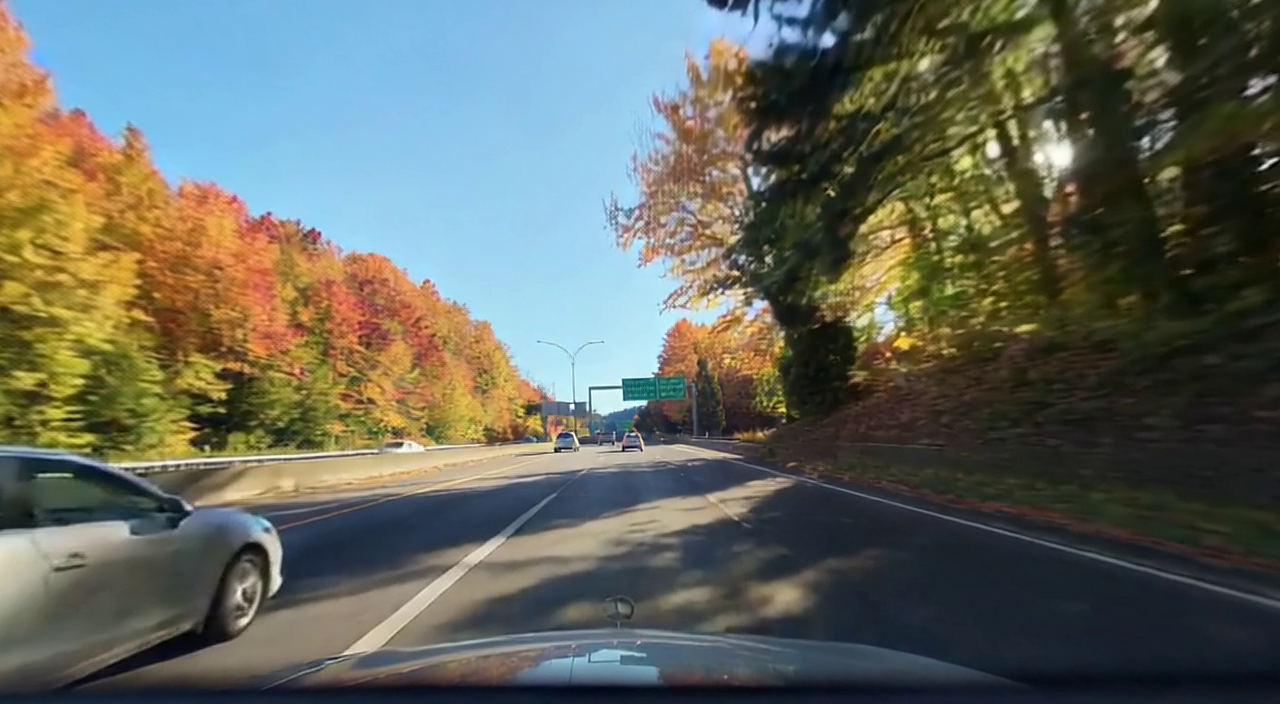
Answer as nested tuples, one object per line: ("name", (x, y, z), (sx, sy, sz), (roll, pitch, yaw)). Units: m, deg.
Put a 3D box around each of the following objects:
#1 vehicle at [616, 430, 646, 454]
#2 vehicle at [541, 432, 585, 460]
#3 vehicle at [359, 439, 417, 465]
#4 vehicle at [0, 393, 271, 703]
("vehicle", (-0.628, 6.401, 44.572), (2.054, 1.609, 3.859), (0, -8, -1))
("vehicle", (-4.413, 5.456, 36.719), (2.071, 1.524, 4.398), (0, -8, -1))
("vehicle", (-15.560, 6.168, 39.059), (1.882, 1.511, 4.166), (0, -8, 0))
("vehicle", (-3.497, 0.837, 1.880), (1.989, 1.497, 4.645), (0, -8, 0))
